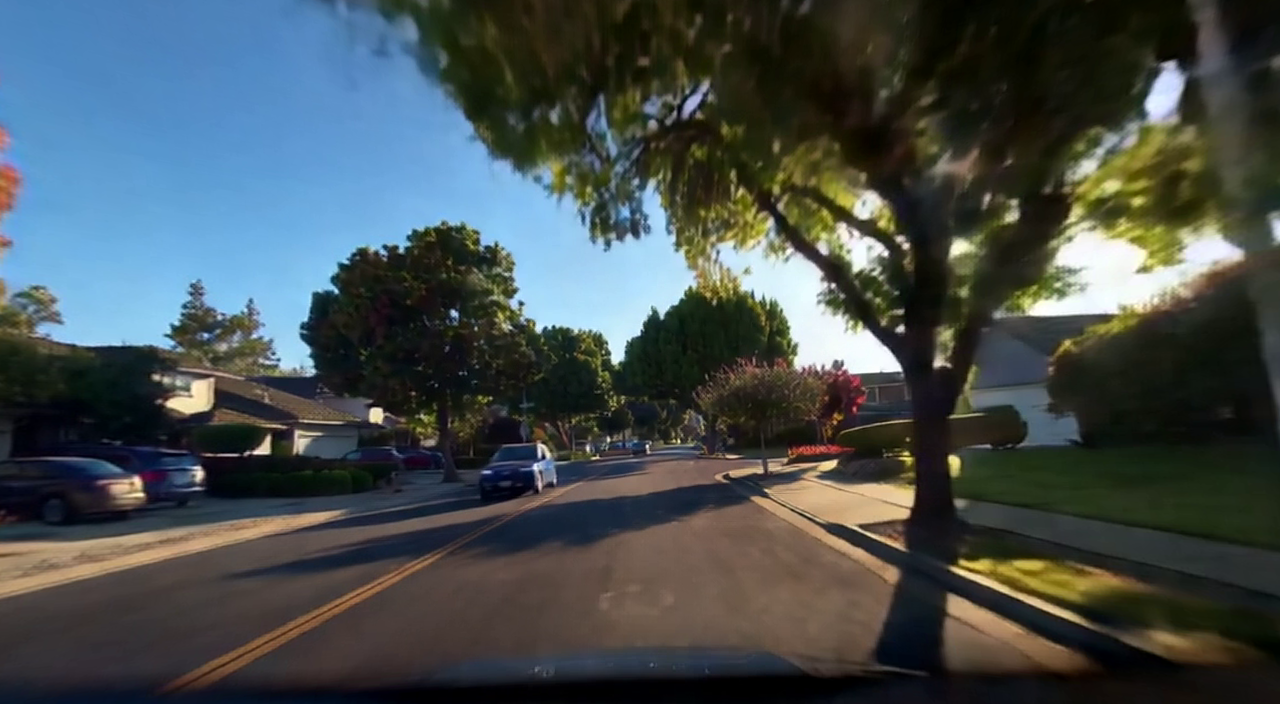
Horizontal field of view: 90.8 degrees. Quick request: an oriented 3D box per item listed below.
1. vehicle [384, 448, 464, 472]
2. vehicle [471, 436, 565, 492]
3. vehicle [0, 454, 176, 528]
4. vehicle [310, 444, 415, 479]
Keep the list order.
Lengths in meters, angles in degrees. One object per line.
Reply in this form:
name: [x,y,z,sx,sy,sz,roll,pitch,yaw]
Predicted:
vehicle: [-13.788,6.878,40.386,4.370,1.482,1.926,-1,-9,5]
vehicle: [-4.095,3.845,22.038,2.131,1.731,4.533,-1,-9,3]
vehicle: [-13.768,3.100,14.394,4.703,1.487,2.002,1,-9,-2]
vehicle: [-13.745,5.436,31.499,4.237,1.687,1.970,0,-9,-2]
